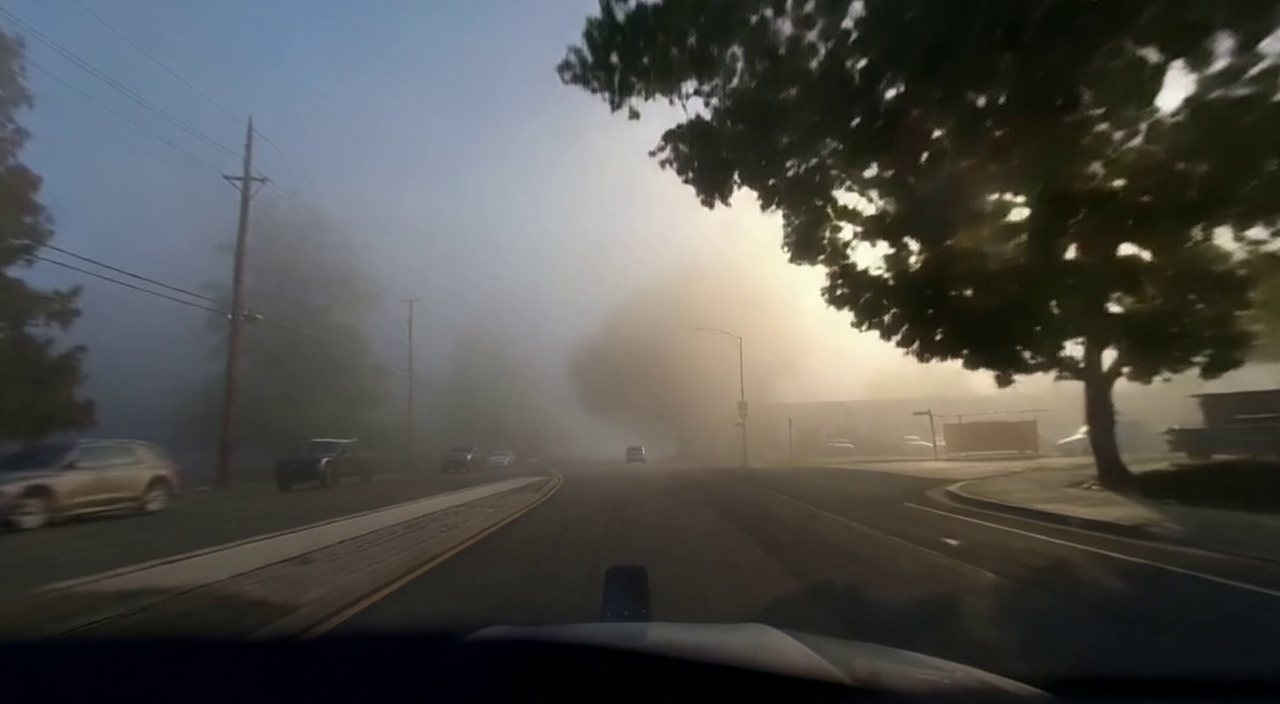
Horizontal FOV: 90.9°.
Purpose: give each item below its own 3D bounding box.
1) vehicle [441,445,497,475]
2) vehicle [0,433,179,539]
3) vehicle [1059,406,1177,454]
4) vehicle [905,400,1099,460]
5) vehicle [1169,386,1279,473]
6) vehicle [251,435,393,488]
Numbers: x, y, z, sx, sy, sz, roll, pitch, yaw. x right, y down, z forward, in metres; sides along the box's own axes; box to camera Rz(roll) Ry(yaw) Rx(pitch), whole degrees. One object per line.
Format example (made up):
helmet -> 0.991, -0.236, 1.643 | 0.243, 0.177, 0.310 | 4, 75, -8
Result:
vehicle -> -10.633, 6.747, 39.517 | 2.189, 1.747, 4.651 | 0, -9, 0
vehicle -> -10.257, 2.199, 10.801 | 1.778, 1.517, 3.923 | 0, -9, -2
vehicle -> 25.251, 4.163, 33.468 | 4.275, 2.426, 2.291 | 0, -8, 1
vehicle -> 19.011, 4.157, 33.498 | 8.462, 3.012, 2.906 | 0, -9, -1
vehicle -> 19.226, 2.480, 19.807 | 2.274, 2.447, 4.159 | -2, -9, 16
vehicle -> -11.897, 4.142, 24.261 | 2.471, 1.783, 5.903 | 0, -8, -1
